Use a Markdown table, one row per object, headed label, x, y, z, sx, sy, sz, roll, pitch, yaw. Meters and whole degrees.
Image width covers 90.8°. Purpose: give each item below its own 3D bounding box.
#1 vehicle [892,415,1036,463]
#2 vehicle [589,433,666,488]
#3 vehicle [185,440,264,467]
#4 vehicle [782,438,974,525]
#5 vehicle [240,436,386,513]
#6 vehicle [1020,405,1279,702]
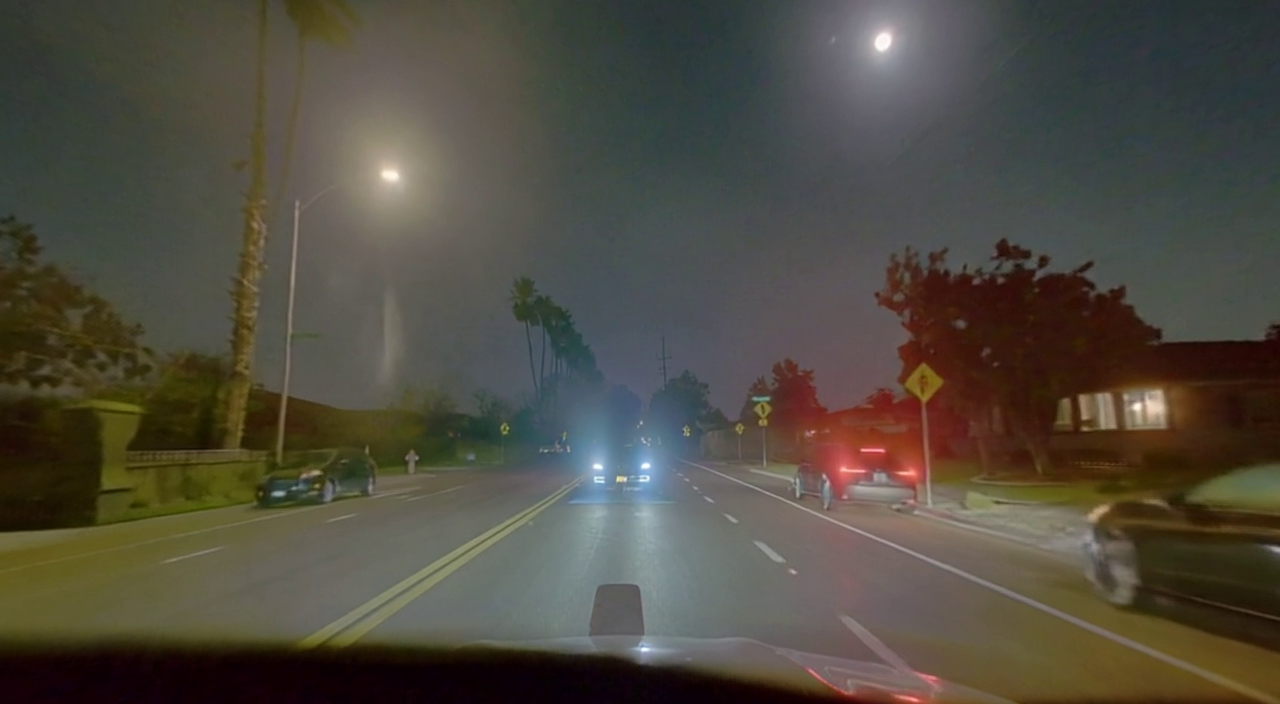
| label | x | y | z | sx | sy | sz | roll | pitch | yaw |
| --- | --- | --- | --- | --- | --- | --- | --- | --- | --- |
| vehicle | 13.518 | 3.690 | 26.660 | 4.913 | 1.930 | 2.020 | -1 | -9 | 5 |
| vehicle | -0.407 | 3.303 | 19.513 | 2.098 | 1.483 | 4.099 | 0 | -9 | -2 |
| vehicle | -29.806 | 7.314 | 45.543 | 1.918 | 1.821 | 4.769 | -1 | -9 | 10 |
| vehicle | 4.730 | 2.647 | 13.621 | 2.013 | 1.501 | 5.235 | 0 | -9 | -1 |
| vehicle | -8.755 | 3.236 | 17.364 | 1.945 | 1.666 | 4.107 | -3 | -6 | -1 |
| vehicle | 4.587 | 1.100 | 3.323 | 2.017 | 1.646 | 5.389 | 0 | -9 | 2 |
